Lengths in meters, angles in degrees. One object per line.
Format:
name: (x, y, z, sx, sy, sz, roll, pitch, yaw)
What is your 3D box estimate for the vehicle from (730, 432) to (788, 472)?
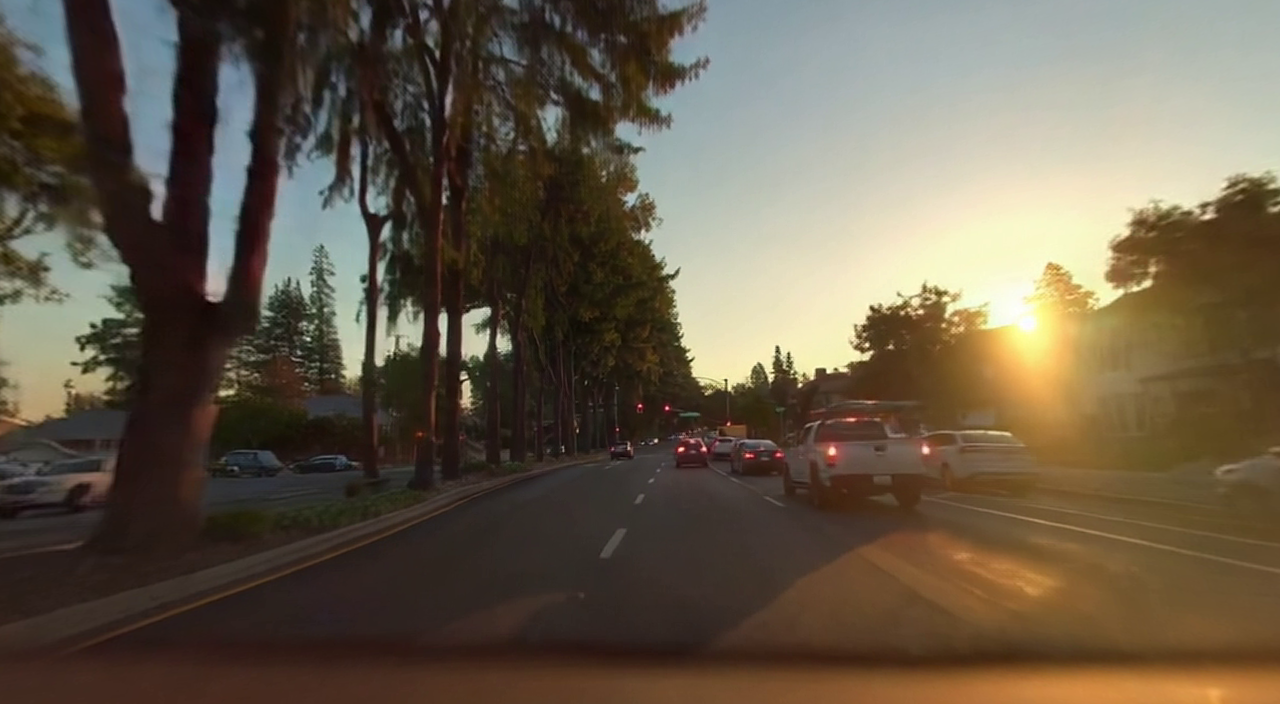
vehicle: (5.724, 4.801, 30.881, 1.803, 1.754, 4.480, 2, -7, -3)

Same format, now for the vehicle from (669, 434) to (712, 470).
vehicle: (2.539, 5.157, 32.698, 2.052, 1.693, 4.554, -1, -8, 3)

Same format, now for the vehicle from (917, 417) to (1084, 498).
vehicle: (9.354, 2.773, 16.974, 1.992, 1.840, 4.646, -1, -8, 4)

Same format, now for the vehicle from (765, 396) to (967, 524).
vehicle: (4.328, 2.223, 13.543, 2.268, 2.090, 6.113, 0, -8, 2)
